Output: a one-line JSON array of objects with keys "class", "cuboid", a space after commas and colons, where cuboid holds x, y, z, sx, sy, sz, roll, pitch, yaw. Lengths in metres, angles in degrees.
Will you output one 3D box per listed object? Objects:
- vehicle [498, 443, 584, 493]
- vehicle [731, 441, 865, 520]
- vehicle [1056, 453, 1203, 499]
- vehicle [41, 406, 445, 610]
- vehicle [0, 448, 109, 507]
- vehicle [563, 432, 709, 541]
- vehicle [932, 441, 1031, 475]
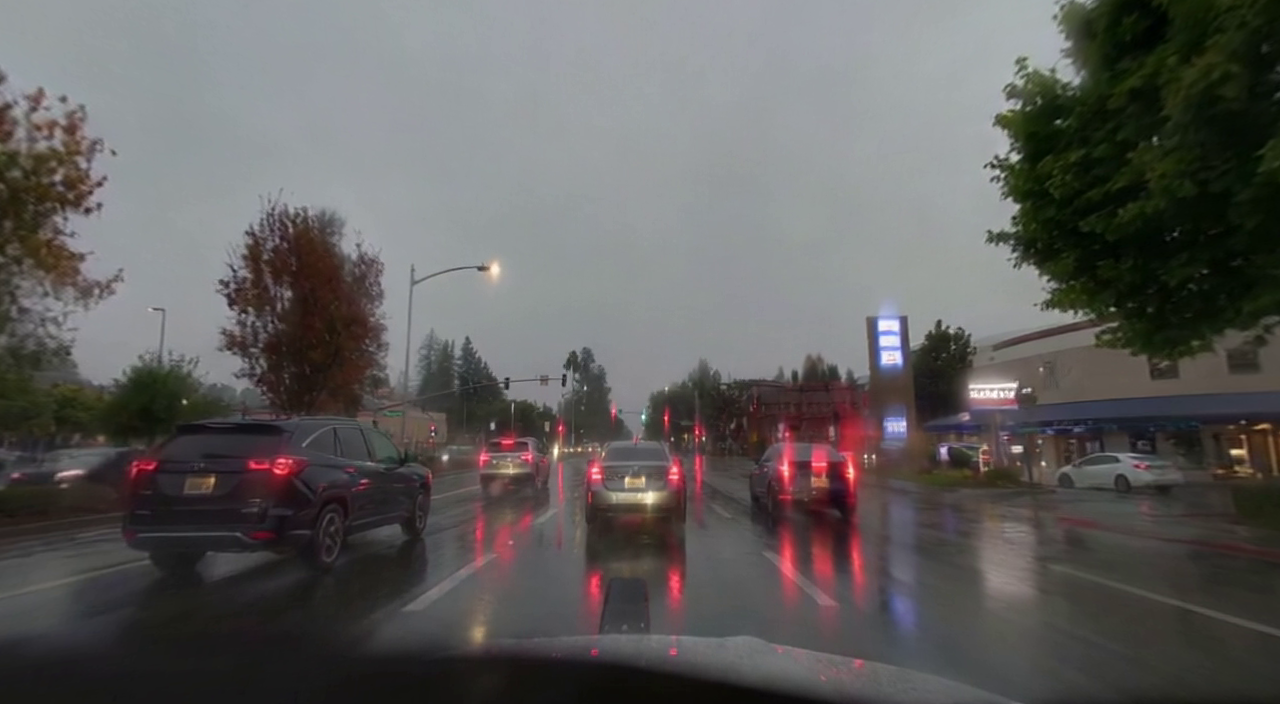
[{"class": "vehicle", "cuboid": [-3.208, 3.870, 21.422, 2.126, 1.490, 4.265, 0, -8, 2]}, {"class": "vehicle", "cuboid": [3.354, 2.791, 14.302, 1.979, 1.485, 4.207, 0, -8, 0]}, {"class": "vehicle", "cuboid": [17.392, 4.374, 22.750, 1.860, 1.408, 4.631, -1, -8, 4]}, {"class": "vehicle", "cuboid": [-3.940, 1.590, 7.308, 1.983, 1.685, 3.997, 0, -8, 1]}, {"class": "vehicle", "cuboid": [-19.160, 3.765, 19.175, 1.920, 1.623, 4.607, 0, -8, 1]}, {"class": "vehicle", "cuboid": [-0.064, 2.265, 11.276, 2.121, 1.563, 4.031, 0, -8, 0]}, {"class": "vehicle", "cuboid": [18.007, 5.577, 33.402, 1.907, 1.669, 4.147, 5, -9, -28]}]
